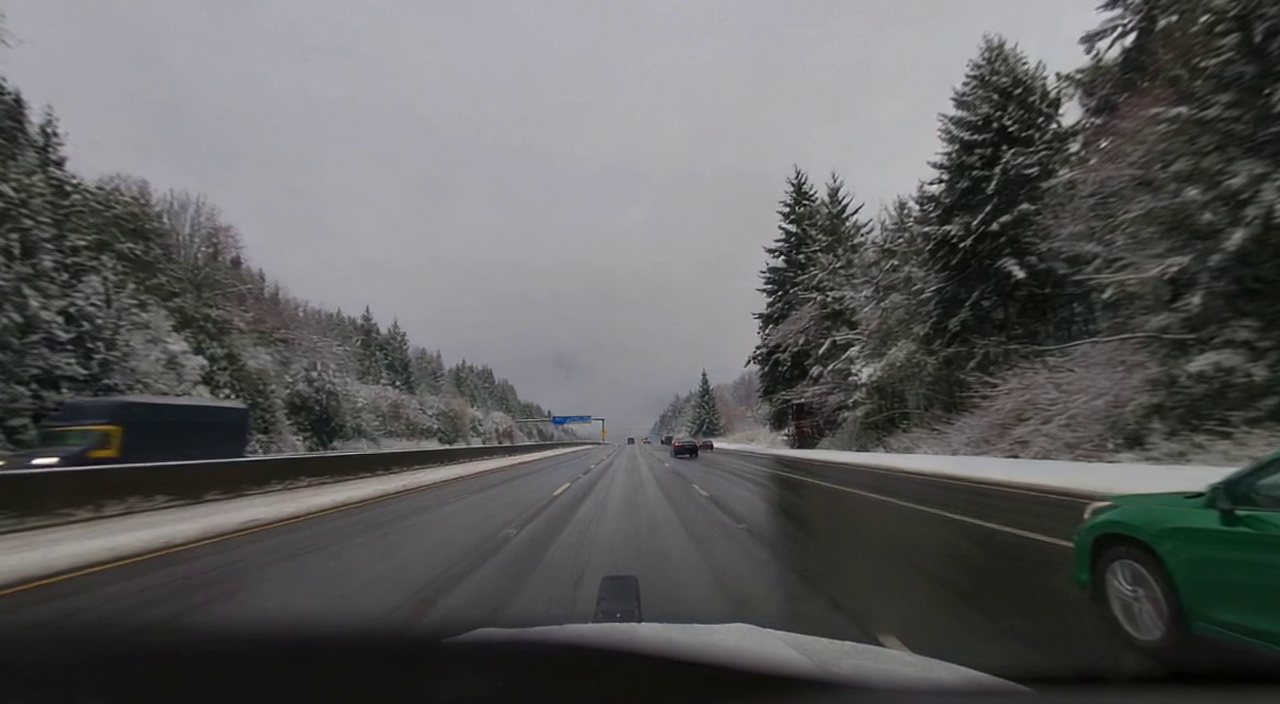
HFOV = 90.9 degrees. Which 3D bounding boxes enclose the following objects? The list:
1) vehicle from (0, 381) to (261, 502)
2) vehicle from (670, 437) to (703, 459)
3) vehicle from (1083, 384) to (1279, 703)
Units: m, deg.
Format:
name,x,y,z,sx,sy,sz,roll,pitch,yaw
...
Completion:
name,x,y,z,sx,sy,sz,roll,pitch,yaw
vehicle,-19.032,3.377,24.049,2.975,3.570,10.091,-2,-8,-1
vehicle,3.179,6.594,43.564,1.819,1.468,3.770,0,-8,-2
vehicle,3.468,0.689,1.119,1.981,1.475,4.579,0,-8,-1
